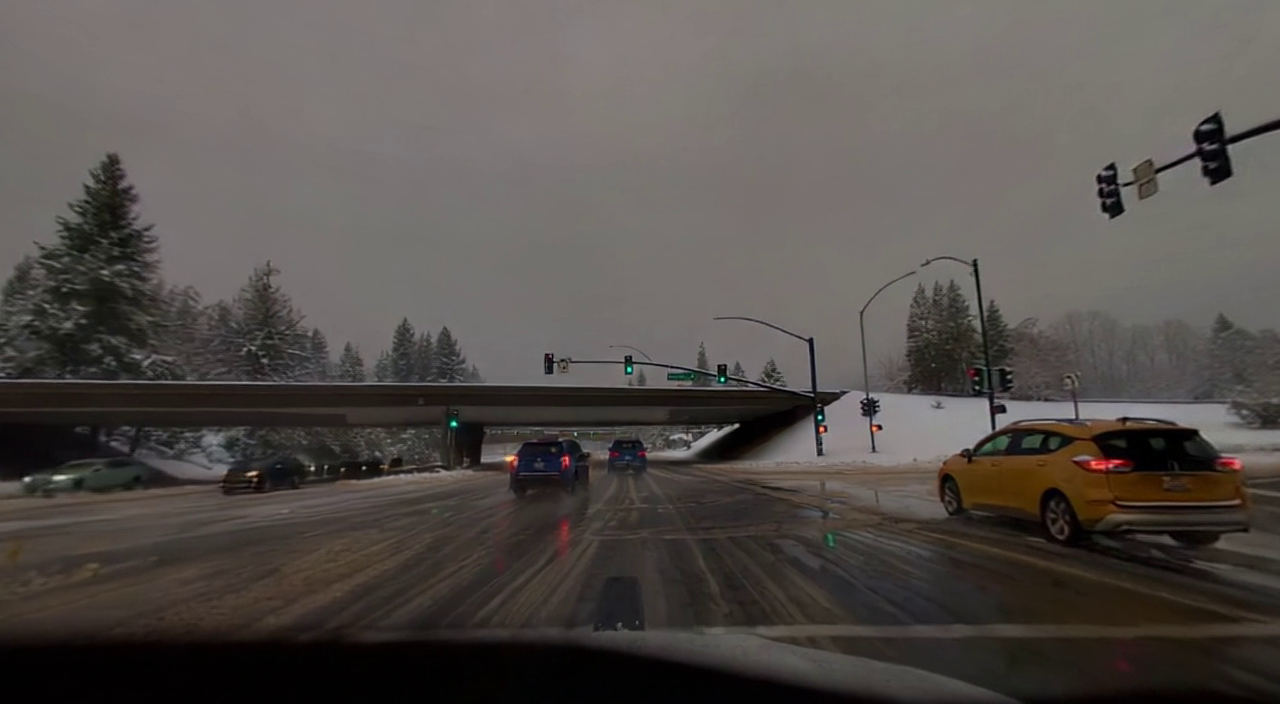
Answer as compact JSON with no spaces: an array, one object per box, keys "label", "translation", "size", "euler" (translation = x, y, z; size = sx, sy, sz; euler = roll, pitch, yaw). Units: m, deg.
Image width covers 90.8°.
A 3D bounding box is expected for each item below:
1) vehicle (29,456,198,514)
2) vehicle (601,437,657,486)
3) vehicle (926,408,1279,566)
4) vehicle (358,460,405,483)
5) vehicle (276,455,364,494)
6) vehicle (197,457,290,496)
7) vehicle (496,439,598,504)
[{"label":"vehicle","translation":[-19.504,4.900,23.800],"size":[2.131,1.816,4.960],"euler":[0,-8,-1]},{"label":"vehicle","translation":[-0.444,4.978,28.982],"size":[2.342,2.026,4.642],"euler":[0,-8,0]},{"label":"vehicle","translation":[6.337,1.858,9.436],"size":[2.074,1.785,4.320],"euler":[0,-8,0]},{"label":"vehicle","translation":[-19.858,9.200,48.702],"size":[1.857,1.534,4.221],"euler":[0,-8,-1]},{"label":"vehicle","translation":[-16.073,6.159,32.075],"size":[2.007,1.730,4.774],"euler":[0,-8,0]},{"label":"vehicle","translation":[-23.357,7.319,37.523],"size":[2.039,1.965,5.291],"euler":[0,-8,0]},{"label":"vehicle","translation":[-2.720,3.630,19.716],"size":[2.060,1.768,4.681],"euler":[-1,-8,6]}]
